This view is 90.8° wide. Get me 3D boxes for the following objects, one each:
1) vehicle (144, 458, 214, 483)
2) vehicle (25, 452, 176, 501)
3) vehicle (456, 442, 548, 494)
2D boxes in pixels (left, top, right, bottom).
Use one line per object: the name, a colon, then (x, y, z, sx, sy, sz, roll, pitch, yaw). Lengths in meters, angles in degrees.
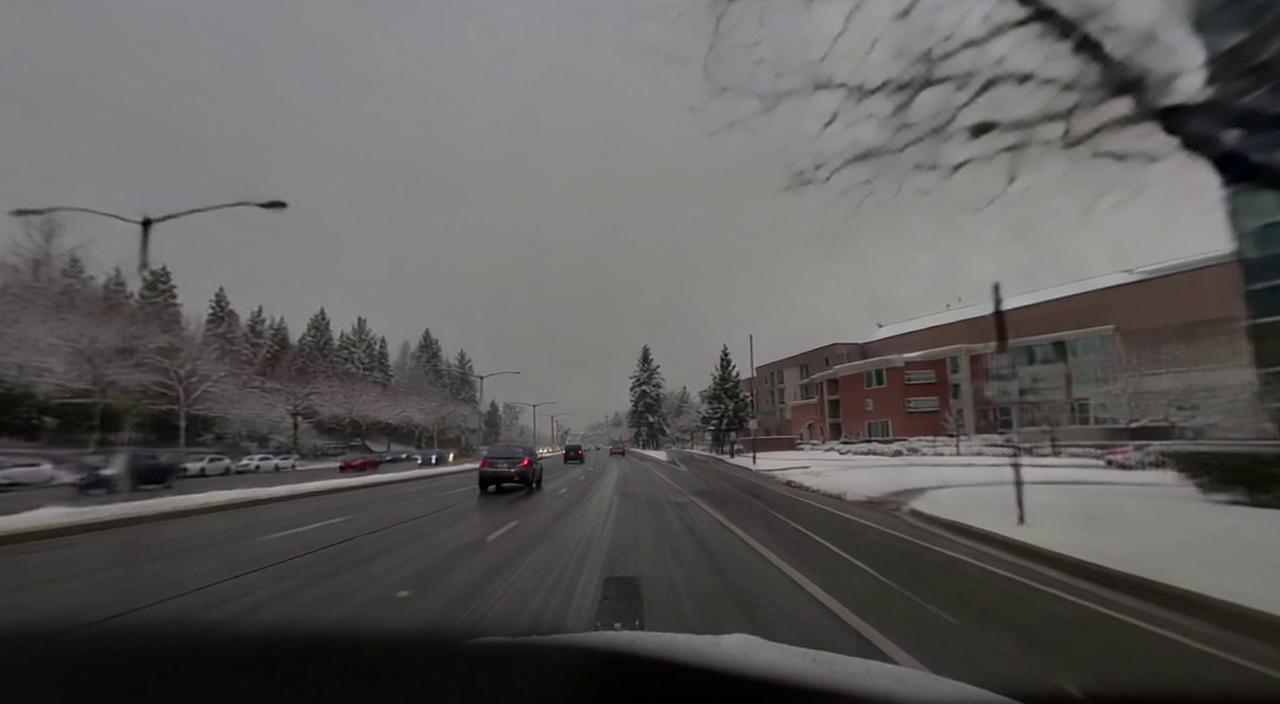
vehicle: (-33.569, 8.616, 46.148, 1.885, 1.538, 4.642, 0, -8, -4)
vehicle: (-19.892, 4.564, 23.573, 2.159, 1.613, 3.873, 0, -8, 1)
vehicle: (-4.265, 3.642, 20.260, 2.025, 1.474, 4.292, 0, -8, -1)
